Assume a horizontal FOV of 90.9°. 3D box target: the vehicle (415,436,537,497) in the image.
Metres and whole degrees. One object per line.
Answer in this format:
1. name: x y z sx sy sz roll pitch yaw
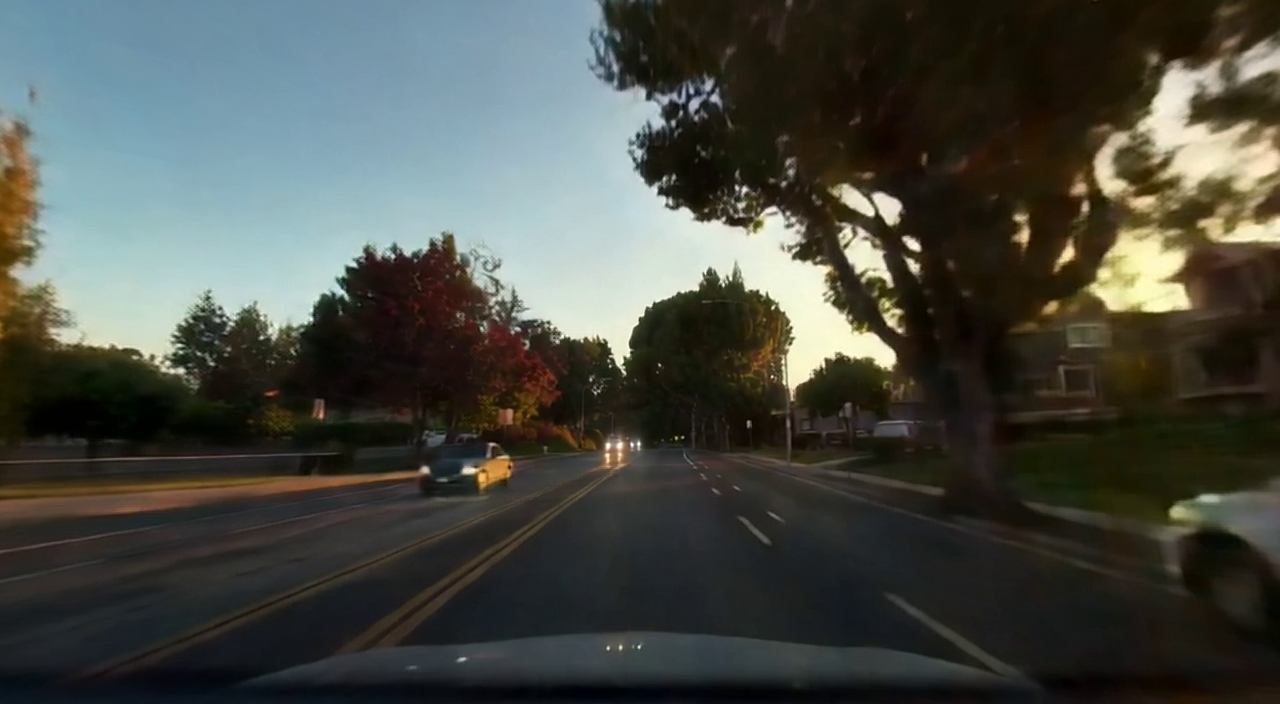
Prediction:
1. vehicle: -4.565 3.265 18.361 2.192 1.533 4.341 0 -8 3
